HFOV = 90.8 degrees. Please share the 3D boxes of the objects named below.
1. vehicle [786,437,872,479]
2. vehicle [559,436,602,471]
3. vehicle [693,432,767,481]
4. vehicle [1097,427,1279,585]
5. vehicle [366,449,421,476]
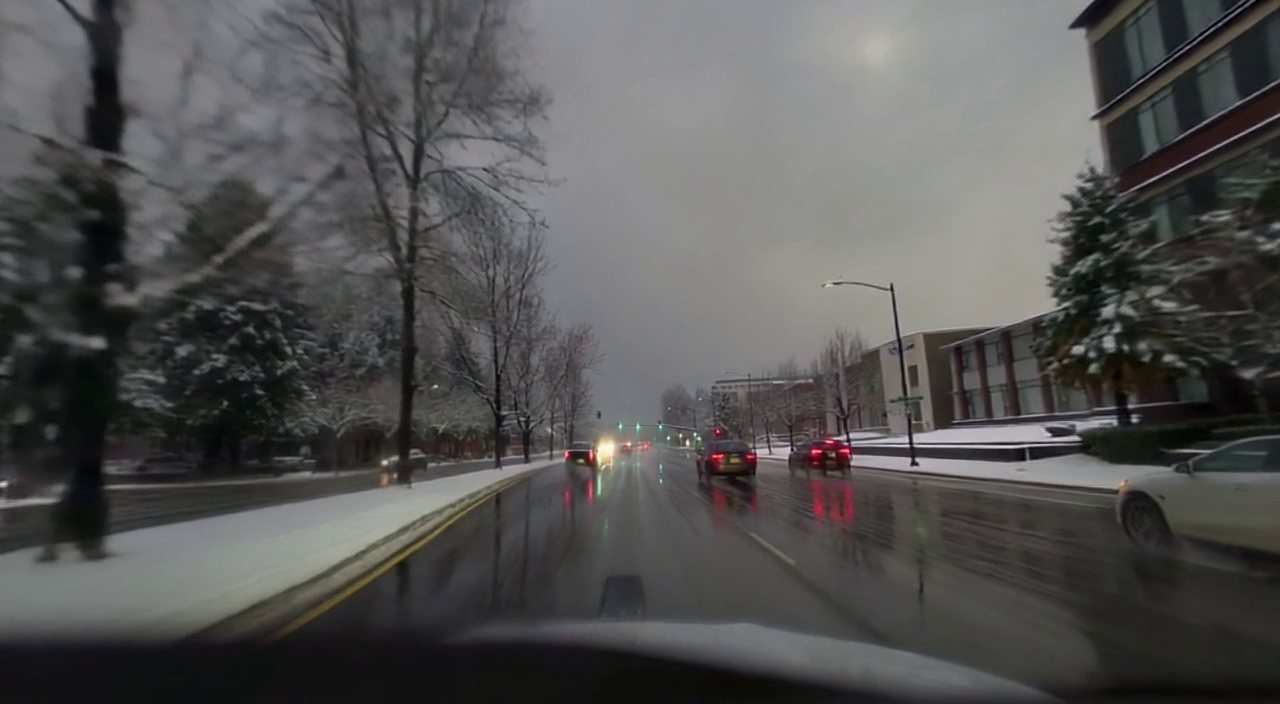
[{"bbox_3d":[7.518,4.256,25.628,1.944,1.503,4.723,0,-8,-1],"label":"vehicle"},{"bbox_3d":[-3.242,5.630,35.232,2.155,1.797,3.989,0,-8,-2],"label":"vehicle"},{"bbox_3d":[3.515,4.201,25.641,2.152,1.742,4.704,0,-8,-2],"label":"vehicle"},{"bbox_3d":[6.821,1.418,5.861,1.830,1.443,4.351,0,-8,-1],"label":"vehicle"},{"bbox_3d":[-16.781,7.502,43.297,1.954,1.699,4.542,0,-8,0],"label":"vehicle"}]
